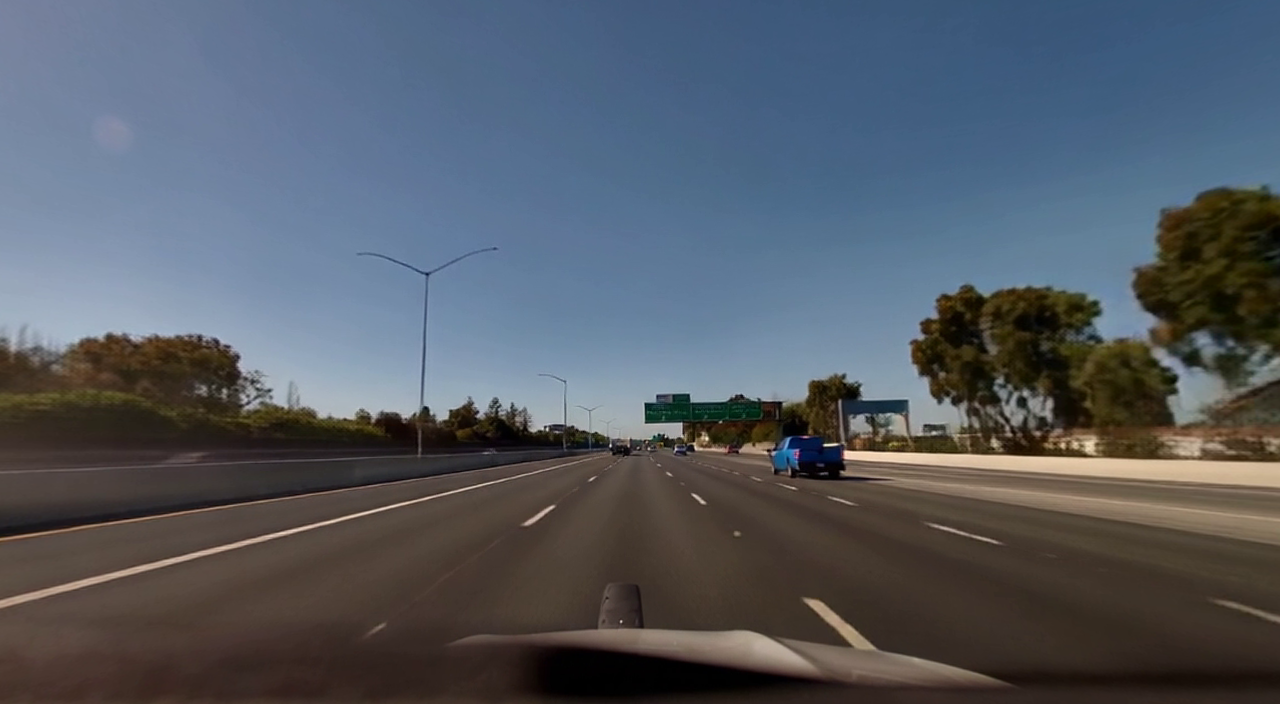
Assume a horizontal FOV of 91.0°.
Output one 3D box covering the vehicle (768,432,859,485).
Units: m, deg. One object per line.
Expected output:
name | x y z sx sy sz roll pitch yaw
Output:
vehicle | 6.316 3.938 23.577 2.096 1.767 4.601 0 -9 0
